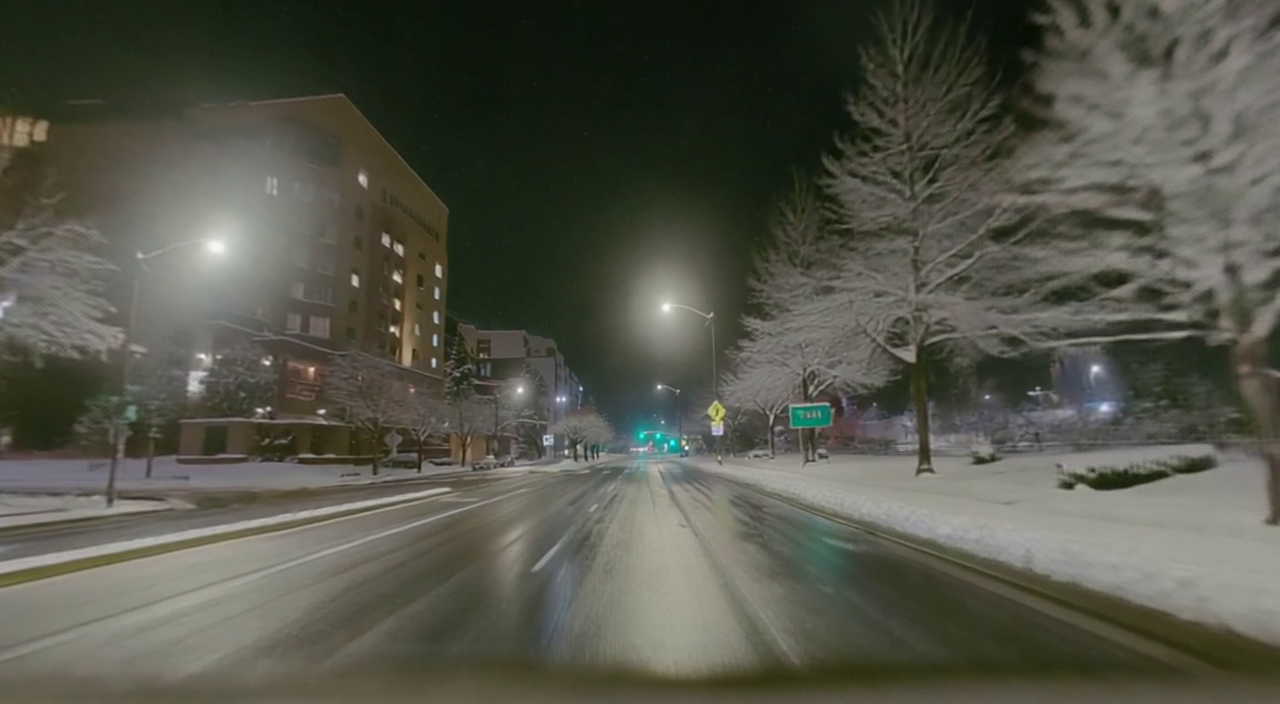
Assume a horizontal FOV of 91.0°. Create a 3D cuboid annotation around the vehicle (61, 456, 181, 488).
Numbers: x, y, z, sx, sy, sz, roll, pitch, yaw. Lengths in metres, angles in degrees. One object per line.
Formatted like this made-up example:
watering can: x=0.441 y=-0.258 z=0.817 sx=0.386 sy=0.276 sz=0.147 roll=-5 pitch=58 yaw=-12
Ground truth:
vehicle: x=-29.235 y=6.773 z=35.605 sx=4.899 sy=1.535 sz=1.926 roll=-1 pitch=-10 yaw=-6
